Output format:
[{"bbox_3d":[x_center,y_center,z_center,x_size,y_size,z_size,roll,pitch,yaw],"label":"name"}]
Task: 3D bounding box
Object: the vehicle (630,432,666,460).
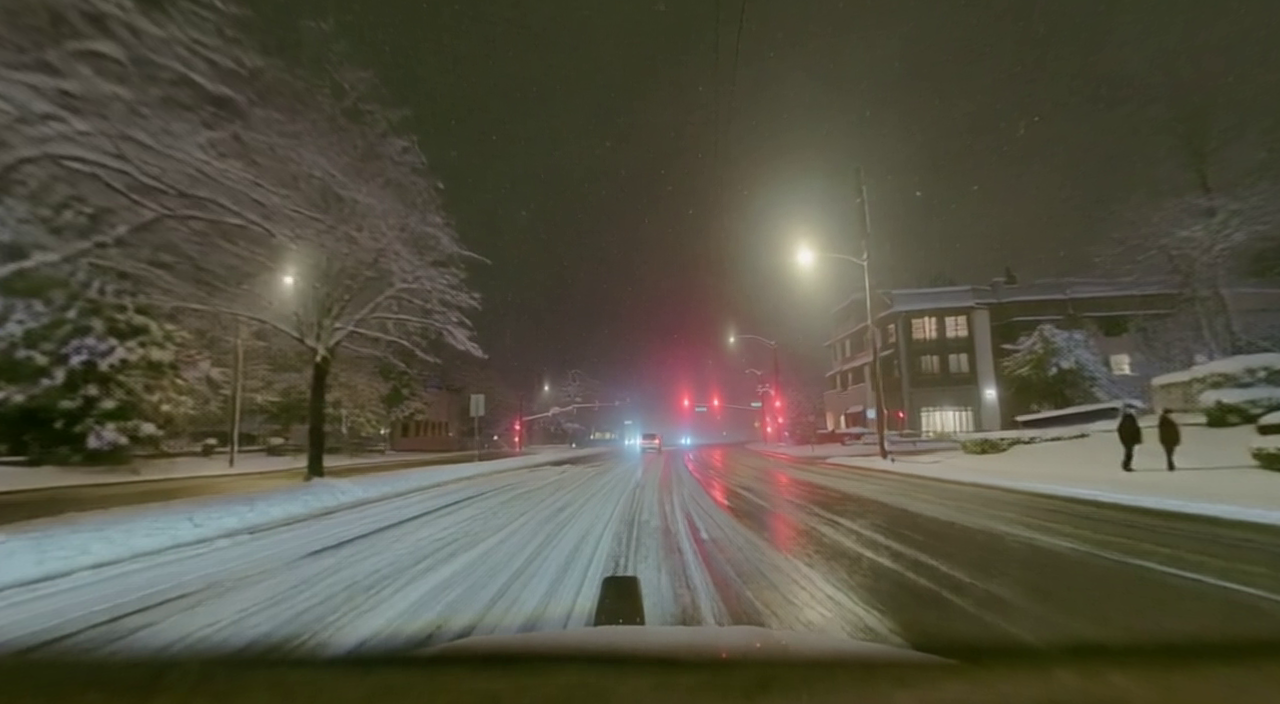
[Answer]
[{"bbox_3d":[0.560,5.708,38.457,2.037,1.568,3.693,-1,-8,3],"label":"vehicle"}]
